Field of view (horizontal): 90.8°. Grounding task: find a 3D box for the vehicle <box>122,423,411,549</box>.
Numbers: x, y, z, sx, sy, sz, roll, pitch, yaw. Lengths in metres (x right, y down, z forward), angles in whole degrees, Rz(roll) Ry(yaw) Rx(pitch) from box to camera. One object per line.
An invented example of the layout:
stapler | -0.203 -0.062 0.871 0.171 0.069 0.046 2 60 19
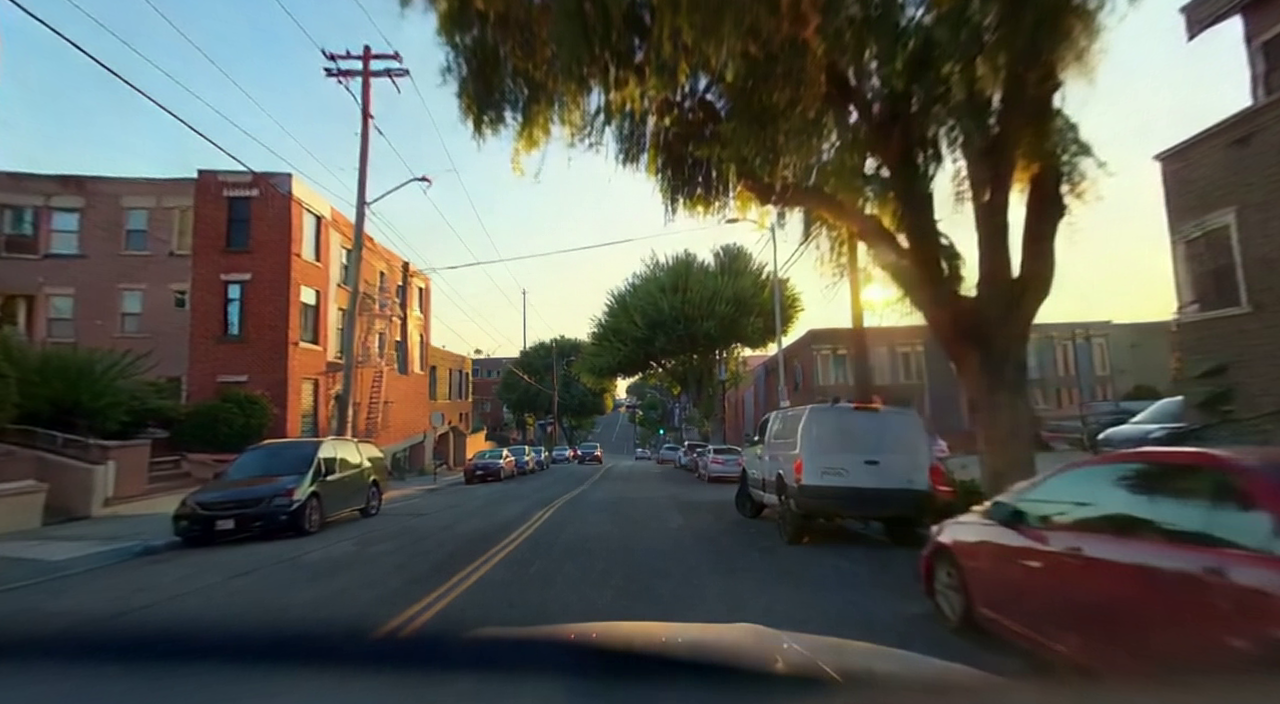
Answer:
vehicle | -6.737 2.461 12.516 2.259 1.899 5.643 0 -8 0

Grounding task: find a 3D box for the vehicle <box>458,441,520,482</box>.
vehicle | -6.959 5.059 29.584 1.930 1.756 4.955 0 -8 -3

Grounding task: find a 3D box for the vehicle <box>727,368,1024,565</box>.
vehicle | 3.075 1.712 10.118 2.480 2.230 5.704 0 -8 -1

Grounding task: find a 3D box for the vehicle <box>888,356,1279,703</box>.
vehicle | 3.111 1.024 3.294 1.896 1.675 4.000 0 -8 -1
